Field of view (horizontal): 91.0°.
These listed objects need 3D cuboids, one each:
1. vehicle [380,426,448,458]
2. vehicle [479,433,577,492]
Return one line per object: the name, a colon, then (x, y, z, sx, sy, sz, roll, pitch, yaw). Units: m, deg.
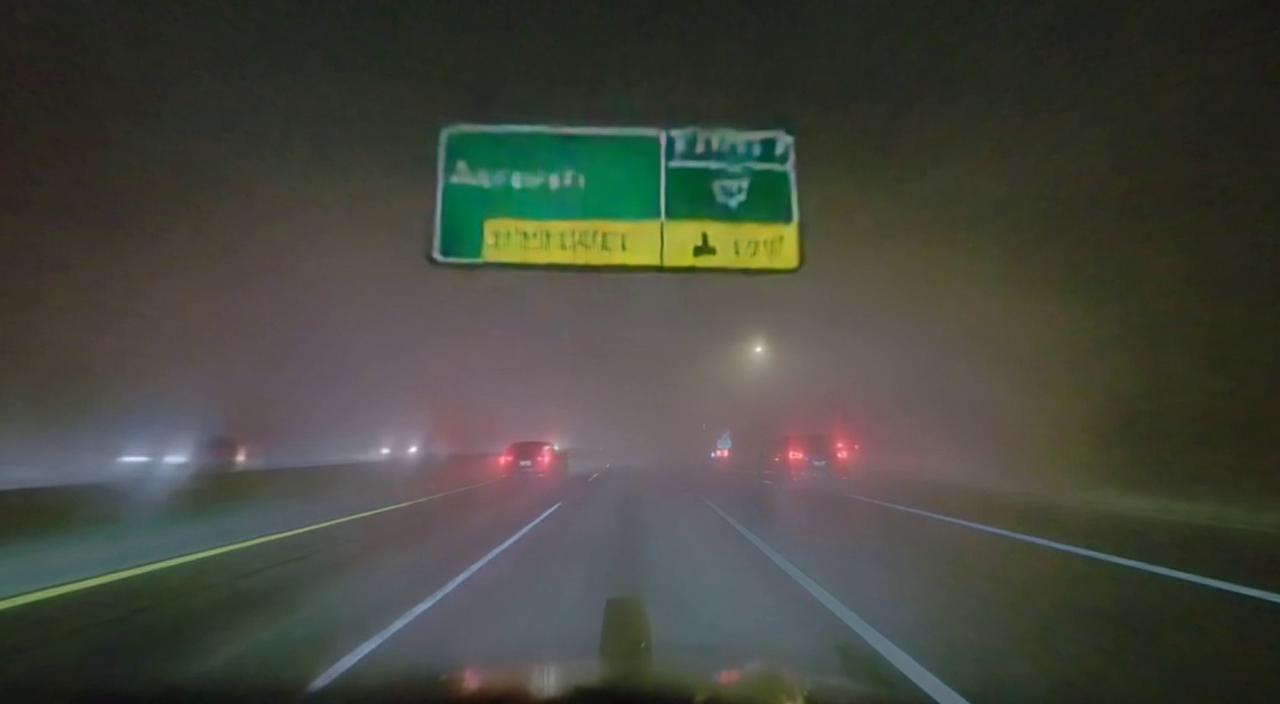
vehicle: (-12.670, 5.072, 35.566, 2.026, 1.678, 4.590, 0, -8, 1)
vehicle: (-3.380, 3.451, 20.087, 2.160, 1.608, 5.012, 0, -8, 1)
